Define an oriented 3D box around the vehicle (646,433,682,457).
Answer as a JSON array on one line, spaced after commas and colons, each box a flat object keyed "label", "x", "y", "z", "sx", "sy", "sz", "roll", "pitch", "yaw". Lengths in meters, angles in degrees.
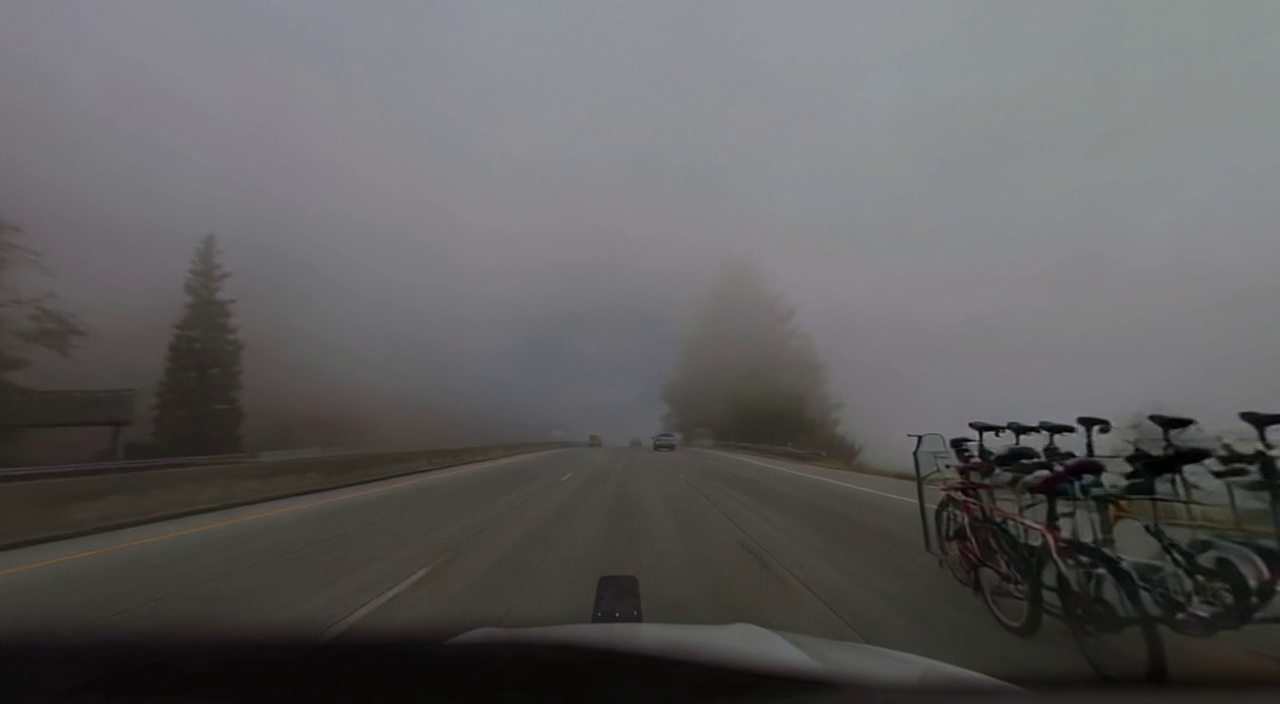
[{"label": "vehicle", "x": 1.471, "y": 5.871, "z": 39.934, "sx": 1.911, "sy": 1.449, "sz": 3.776, "roll": 0, "pitch": -8, "yaw": -3}]
